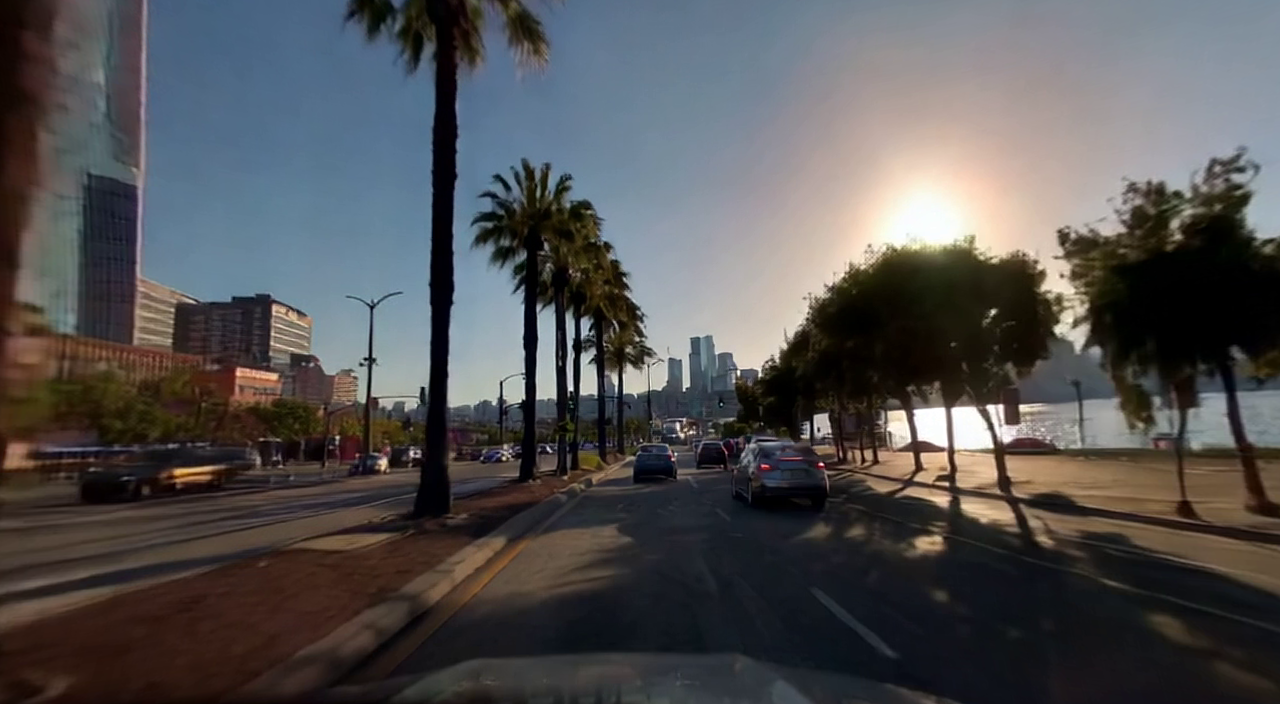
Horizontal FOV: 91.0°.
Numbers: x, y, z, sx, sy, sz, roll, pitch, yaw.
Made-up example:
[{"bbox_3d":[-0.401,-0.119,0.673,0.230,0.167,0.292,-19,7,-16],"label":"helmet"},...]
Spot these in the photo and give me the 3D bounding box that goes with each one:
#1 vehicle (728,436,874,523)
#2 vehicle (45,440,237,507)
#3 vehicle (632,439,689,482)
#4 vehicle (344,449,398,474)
[{"bbox_3d":[3.186,2.625,13.645,2.051,1.509,4.933,0,-9,2],"label":"vehicle"},{"bbox_3d":[-15.699,3.802,20.300,2.048,1.830,5.136,0,-9,-1],"label":"vehicle"},{"bbox_3d":[0.884,4.225,24.693,2.077,1.518,3.760,-1,-9,4],"label":"vehicle"},{"bbox_3d":[-18.760,7.621,44.082,1.850,1.590,4.201,0,-9,1],"label":"vehicle"}]
